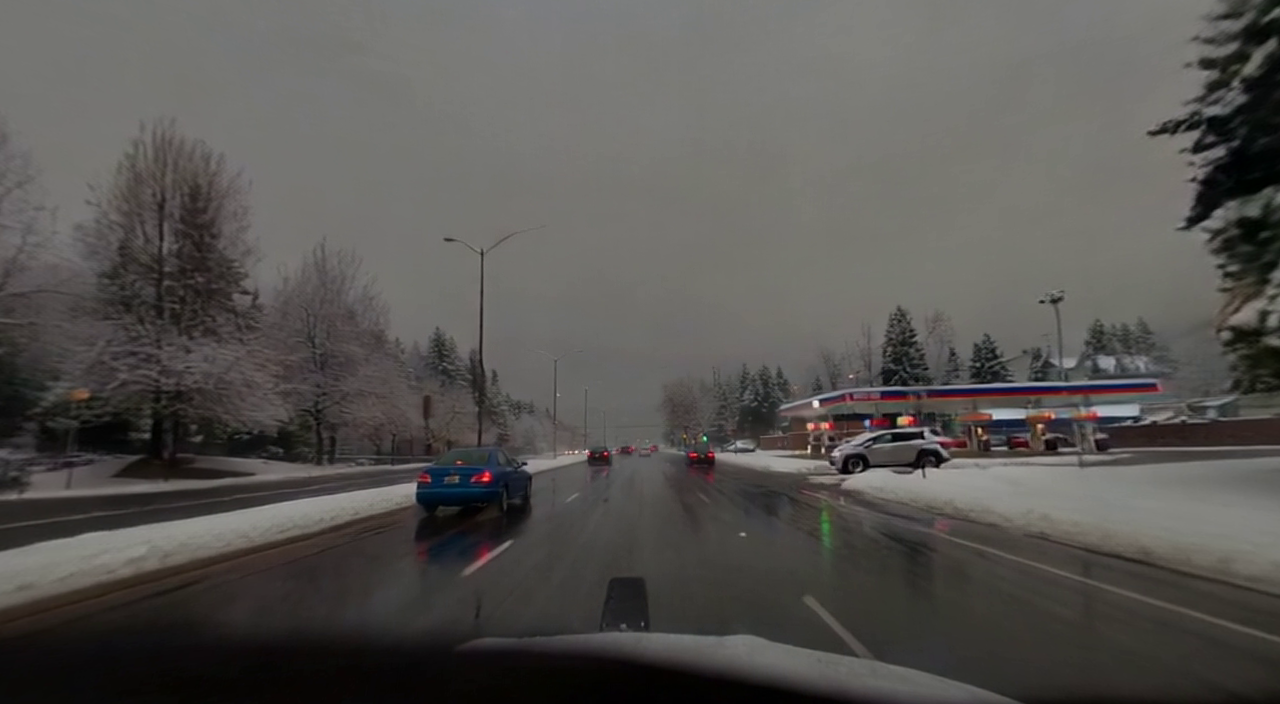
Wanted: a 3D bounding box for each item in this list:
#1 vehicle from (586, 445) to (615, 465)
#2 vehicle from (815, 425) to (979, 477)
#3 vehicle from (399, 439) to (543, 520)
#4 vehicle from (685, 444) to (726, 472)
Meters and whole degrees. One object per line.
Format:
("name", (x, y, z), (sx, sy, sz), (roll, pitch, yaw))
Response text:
("vehicle", (-2.898, 7.721, 47.395), (1.841, 1.474, 4.038), (0, -8, 1))
("vehicle", (10.815, 4.234, 26.972), (5.931, 1.872, 2.264), (-3, -8, 3))
("vehicle", (-3.437, 2.662, 13.778), (1.803, 1.463, 4.422), (0, -8, 2))
("vehicle", (3.623, 5.935, 35.544), (1.883, 1.465, 3.975), (0, -8, 0))
